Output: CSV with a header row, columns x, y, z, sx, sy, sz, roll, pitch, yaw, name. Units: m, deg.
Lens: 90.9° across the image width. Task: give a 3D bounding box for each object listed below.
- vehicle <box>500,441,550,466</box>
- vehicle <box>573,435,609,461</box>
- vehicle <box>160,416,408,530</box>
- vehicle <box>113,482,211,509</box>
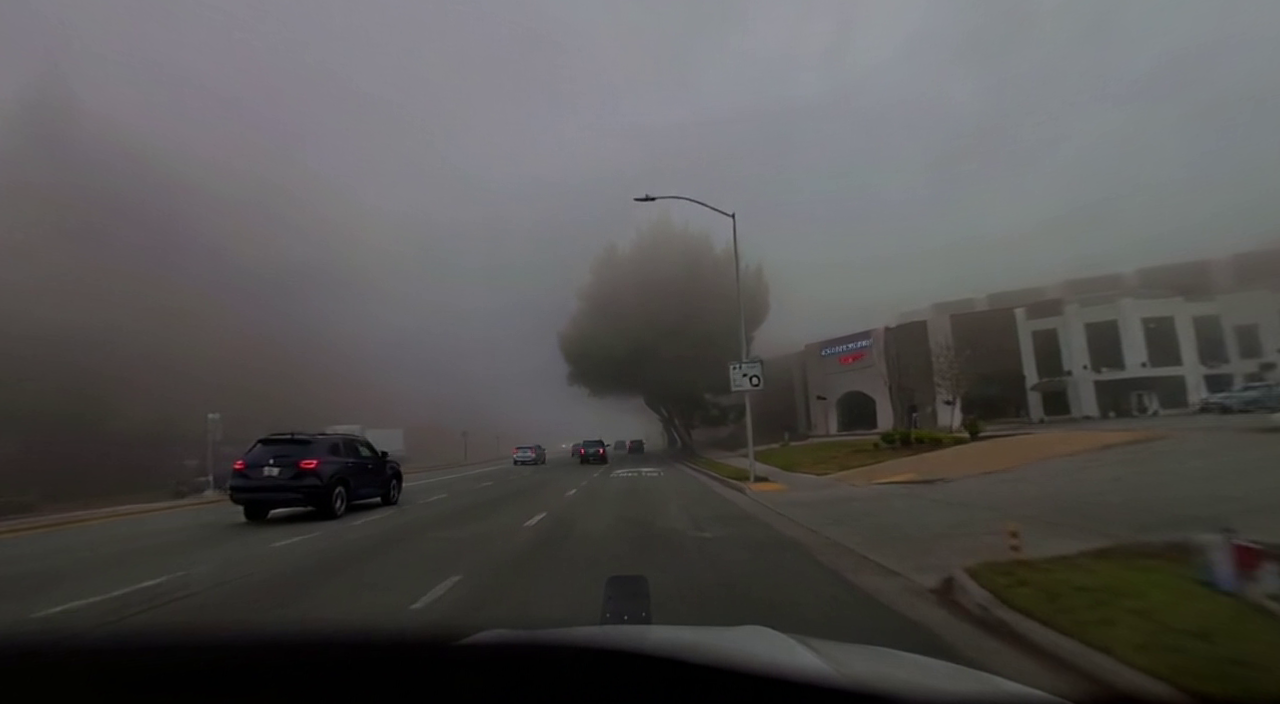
x,y,z,sx,sy,sz,roll,pitch,yaw,name
-6.844,6.096,37.943,2.072,1.427,4.328,0,-8,1,vehicle
-3.220,6.429,42.249,2.100,1.661,3.837,0,-8,1,vehicle
-6.730,2.342,12.779,2.137,1.835,4.844,0,-8,0,vehicle
-18.352,5.521,24.383,0.944,0.724,3.568,1,-9,2,vehicle
